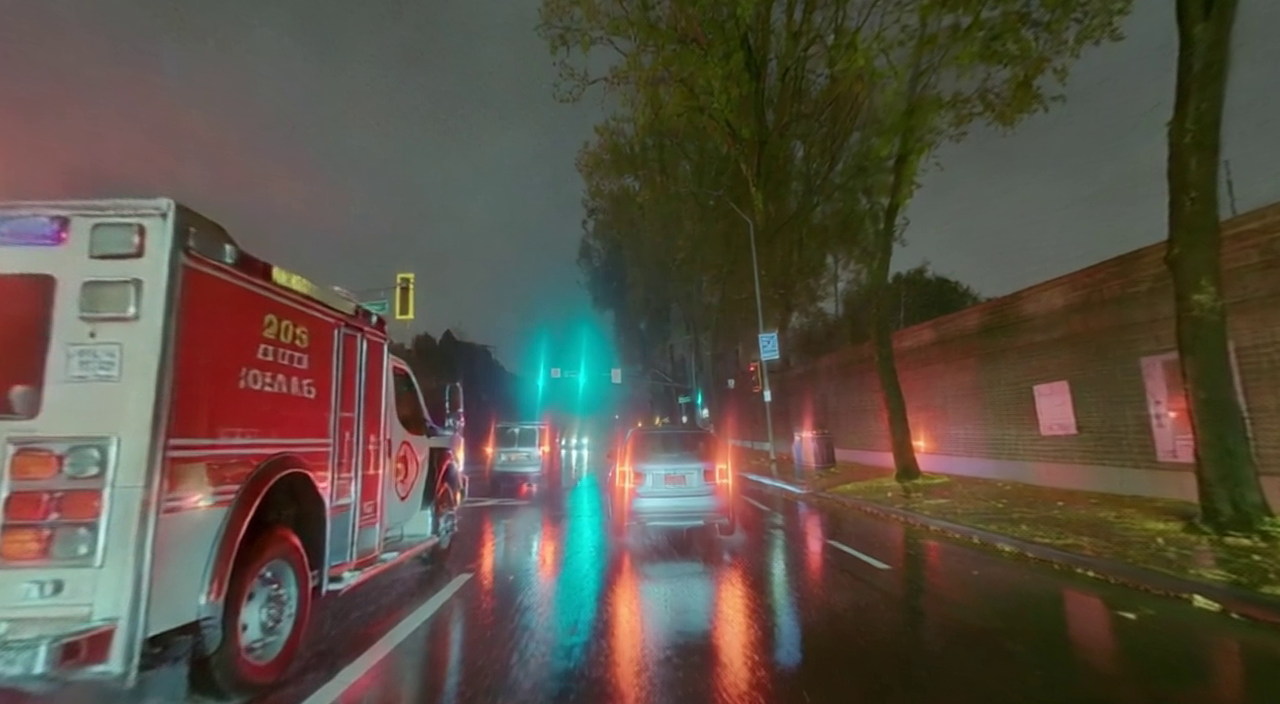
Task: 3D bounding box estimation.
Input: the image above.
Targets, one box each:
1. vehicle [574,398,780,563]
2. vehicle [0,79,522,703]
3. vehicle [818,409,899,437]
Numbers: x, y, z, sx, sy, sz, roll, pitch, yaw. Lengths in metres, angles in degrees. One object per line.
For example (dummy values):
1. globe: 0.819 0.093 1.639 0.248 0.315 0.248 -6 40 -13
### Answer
1. vehicle: 0.240 1.807 9.657 2.332 1.831 4.930 0 -8 -4
2. vehicle: -3.544 0.714 6.526 3.504 3.426 7.085 0 -6 -2
3. vehicle: 14.394 4.719 41.713 4.528 1.704 2.073 1 -9 -12
